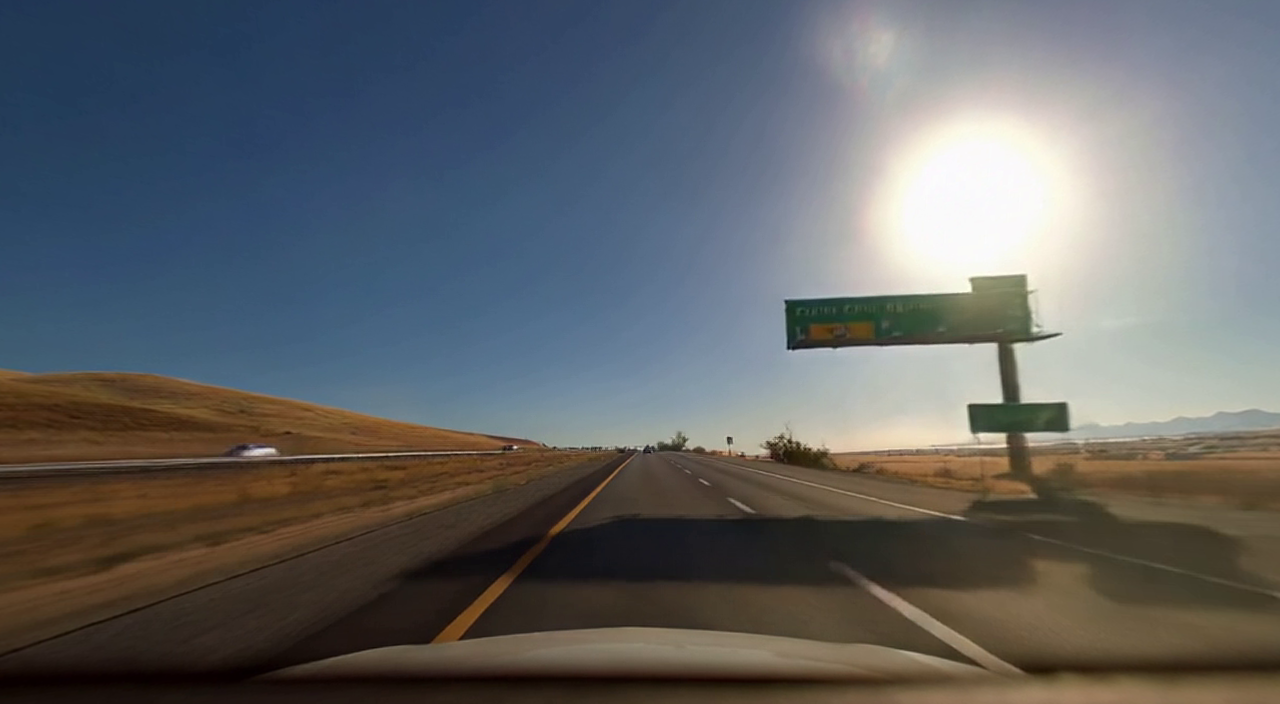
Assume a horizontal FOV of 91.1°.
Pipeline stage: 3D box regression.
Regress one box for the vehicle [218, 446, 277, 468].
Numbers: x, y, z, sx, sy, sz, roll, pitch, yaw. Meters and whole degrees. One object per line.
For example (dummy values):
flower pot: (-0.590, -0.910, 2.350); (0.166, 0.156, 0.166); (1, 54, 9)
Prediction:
vehicle: (-28.142, 7.505, 45.104); (1.776, 1.458, 3.680); (0, -8, 1)
